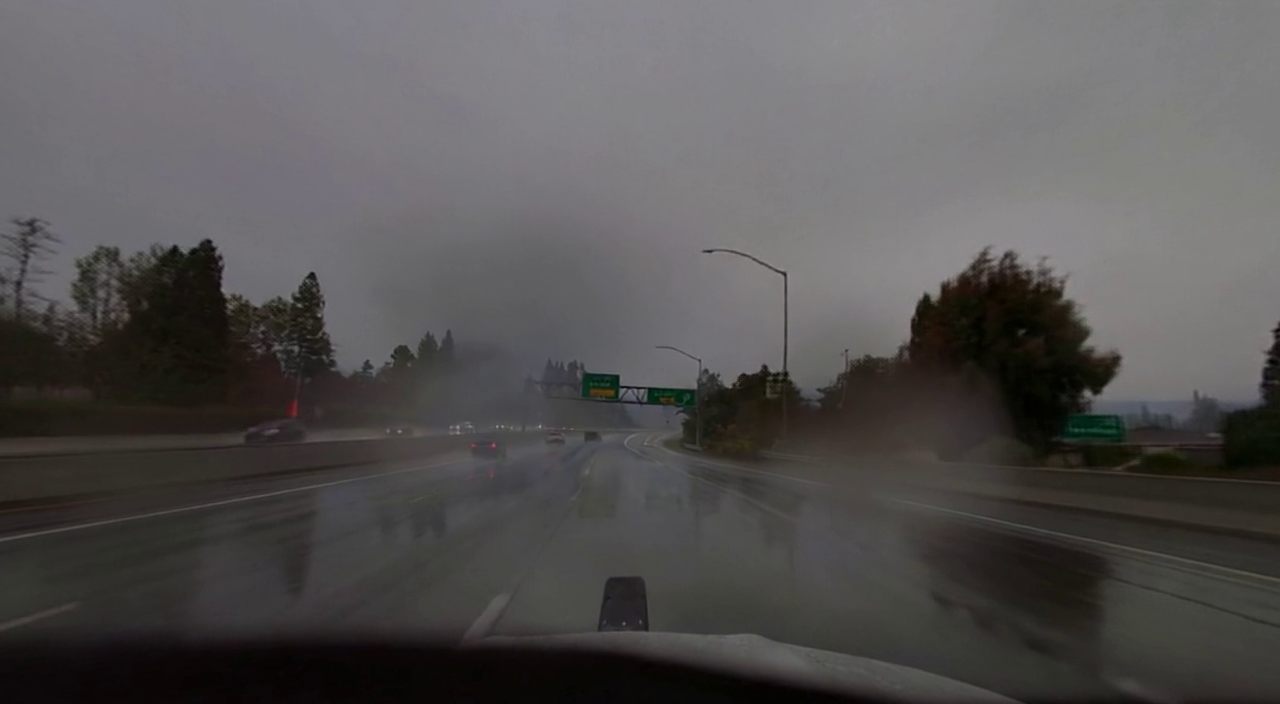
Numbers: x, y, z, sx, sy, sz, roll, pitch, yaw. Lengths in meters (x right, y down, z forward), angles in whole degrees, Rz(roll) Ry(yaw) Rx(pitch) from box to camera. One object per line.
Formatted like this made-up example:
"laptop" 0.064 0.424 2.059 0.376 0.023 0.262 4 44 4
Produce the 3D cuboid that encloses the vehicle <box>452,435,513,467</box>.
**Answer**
"vehicle" -7.959 5.022 32.233 2.025 1.494 4.495 0 -8 -1

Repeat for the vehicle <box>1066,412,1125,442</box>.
"vehicle" 31.804 5.284 43.936 2.349 1.906 5.494 -9 -12 44

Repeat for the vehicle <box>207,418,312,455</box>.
"vehicle" -22.693 5.147 38.031 2.687 2.033 6.139 0 -8 -2
